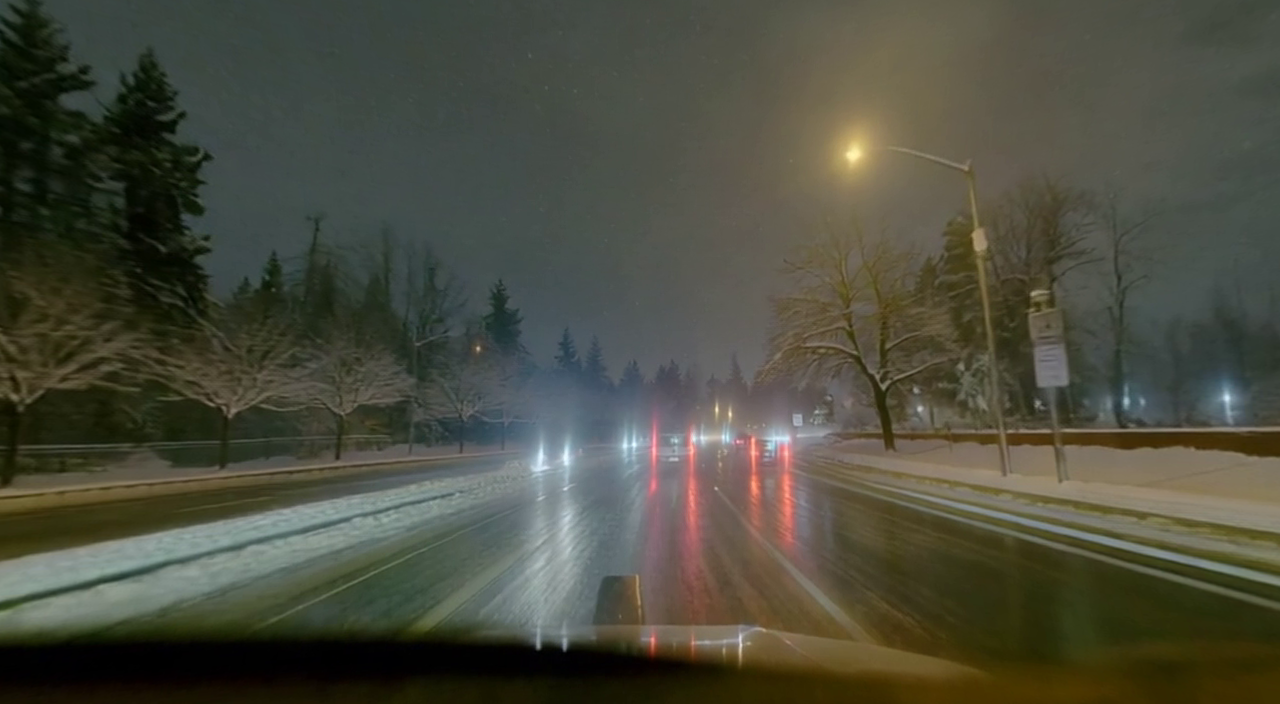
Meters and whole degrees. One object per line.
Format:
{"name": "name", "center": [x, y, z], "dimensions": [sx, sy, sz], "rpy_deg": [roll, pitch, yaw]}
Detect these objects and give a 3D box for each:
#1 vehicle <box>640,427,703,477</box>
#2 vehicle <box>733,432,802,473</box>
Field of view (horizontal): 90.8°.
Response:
{"name": "vehicle", "center": [1.258, 3.711, 23.547], "dimensions": [2.105, 1.676, 4.541], "rpy_deg": [-1, -8, 5]}
{"name": "vehicle", "center": [4.963, 3.984, 25.209], "dimensions": [2.147, 1.474, 4.083], "rpy_deg": [-1, -8, 4]}
